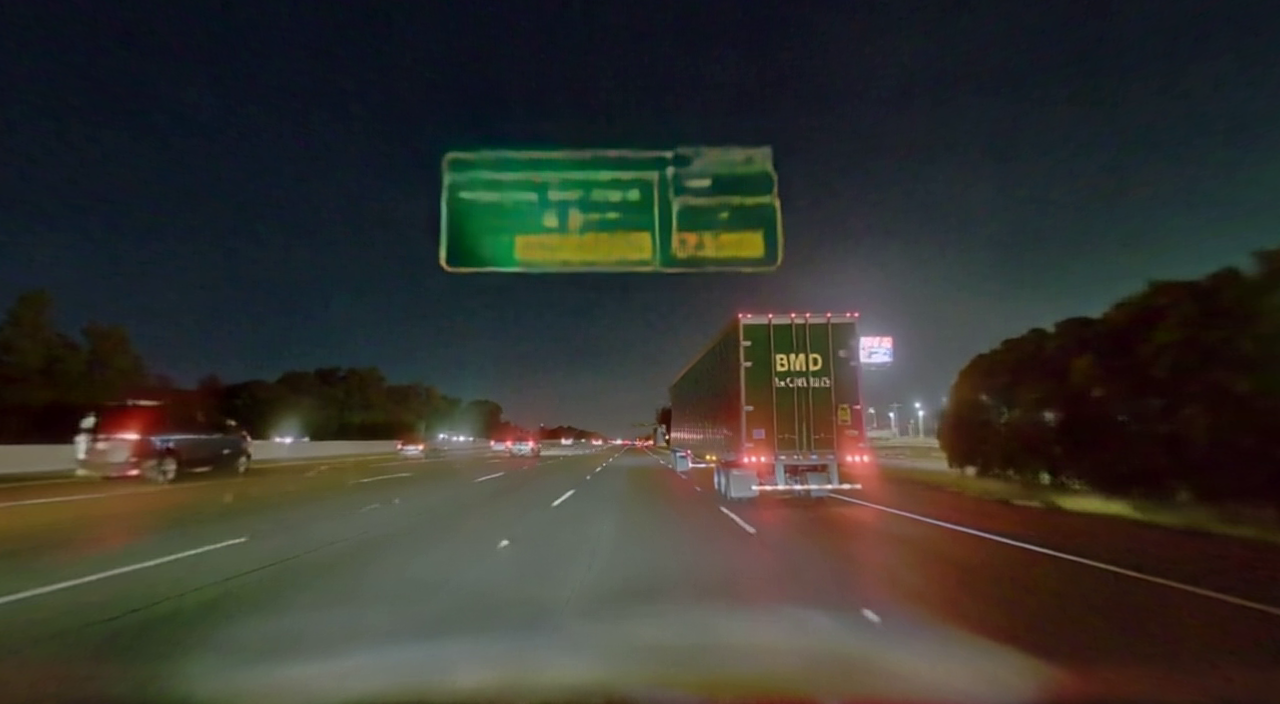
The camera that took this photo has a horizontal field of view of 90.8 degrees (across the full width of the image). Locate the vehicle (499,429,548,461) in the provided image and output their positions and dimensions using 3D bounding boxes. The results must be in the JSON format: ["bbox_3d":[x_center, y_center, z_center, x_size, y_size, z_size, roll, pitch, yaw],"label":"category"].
[{"bbox_3d":[-7.400,5.987,40.611,2.100,1.905,5.119,0,-8,0],"label":"vehicle"}]

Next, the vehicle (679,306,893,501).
[{"bbox_3d":[3.375,2.092,20.255,2.891,3.944,15.051,0,-8,-2],"label":"vehicle"}]

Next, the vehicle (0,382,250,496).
[{"bbox_3d":[-13.990,2.415,17.493,2.307,2.571,6.260,0,-8,0],"label":"vehicle"}]

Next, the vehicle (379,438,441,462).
[{"bbox_3d":[-14.105,6.043,39.026,2.067,1.398,4.863,0,-8,-1],"label":"vehicle"}]
